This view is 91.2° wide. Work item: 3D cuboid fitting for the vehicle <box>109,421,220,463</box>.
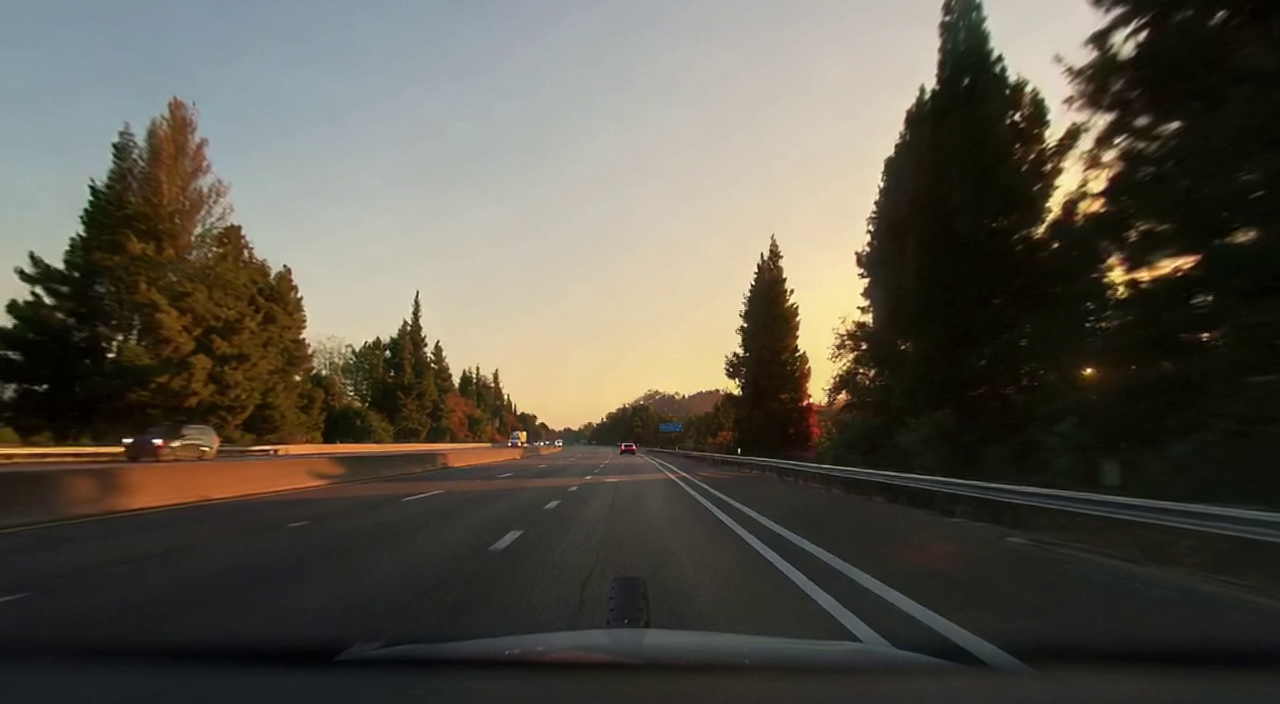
[{"bbox_3d":[-25.301,4.836,33.677,2.103,2.038,4.875,0,-9,0],"label":"vehicle"}]
